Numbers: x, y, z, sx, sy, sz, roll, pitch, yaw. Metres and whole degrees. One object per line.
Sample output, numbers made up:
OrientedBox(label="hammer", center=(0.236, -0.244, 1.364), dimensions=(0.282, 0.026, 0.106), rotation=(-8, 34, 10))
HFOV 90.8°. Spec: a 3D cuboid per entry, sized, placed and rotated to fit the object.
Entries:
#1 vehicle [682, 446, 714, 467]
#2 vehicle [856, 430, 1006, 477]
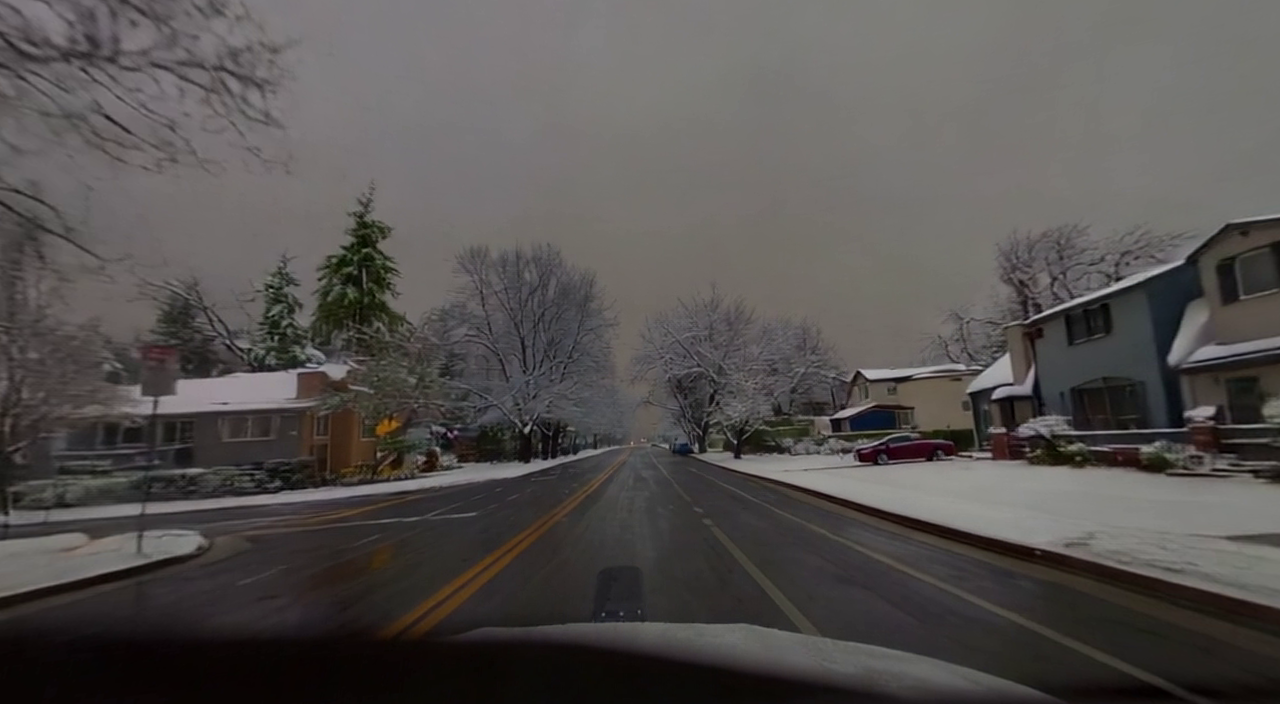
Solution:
OrientedBox(label="vehicle", center=(4.359, 7.920, 48.008), dimensions=(1.997, 1.462, 4.233), rotation=(0, -9, 0))
OrientedBox(label="vehicle", center=(11.094, 3.940, 24.526), dimensions=(1.904, 1.626, 5.012), rotation=(6, -11, -31))
